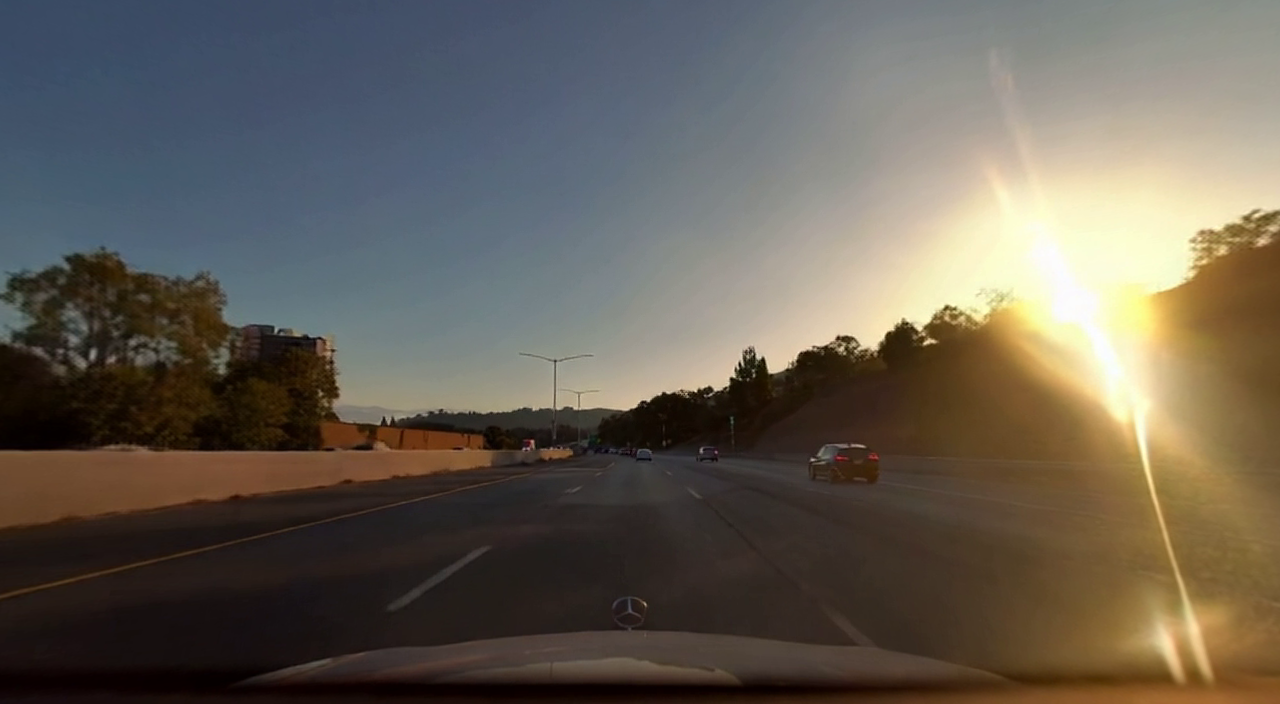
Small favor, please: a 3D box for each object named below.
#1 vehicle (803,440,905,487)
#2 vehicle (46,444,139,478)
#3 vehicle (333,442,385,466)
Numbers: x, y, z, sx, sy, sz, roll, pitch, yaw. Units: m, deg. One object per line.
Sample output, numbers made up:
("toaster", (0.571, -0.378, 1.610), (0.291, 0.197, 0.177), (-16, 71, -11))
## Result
("vehicle", (7.735, 4.053, 23.332), (2.031, 1.524, 4.657), (0, -8, -1))
("vehicle", (-25.878, 5.125, 29.909), (1.660, 1.532, 2.932), (0, -8, 2))
("vehicle", (-22.085, 8.032, 49.789), (1.986, 1.717, 4.622), (0, -8, -1))
